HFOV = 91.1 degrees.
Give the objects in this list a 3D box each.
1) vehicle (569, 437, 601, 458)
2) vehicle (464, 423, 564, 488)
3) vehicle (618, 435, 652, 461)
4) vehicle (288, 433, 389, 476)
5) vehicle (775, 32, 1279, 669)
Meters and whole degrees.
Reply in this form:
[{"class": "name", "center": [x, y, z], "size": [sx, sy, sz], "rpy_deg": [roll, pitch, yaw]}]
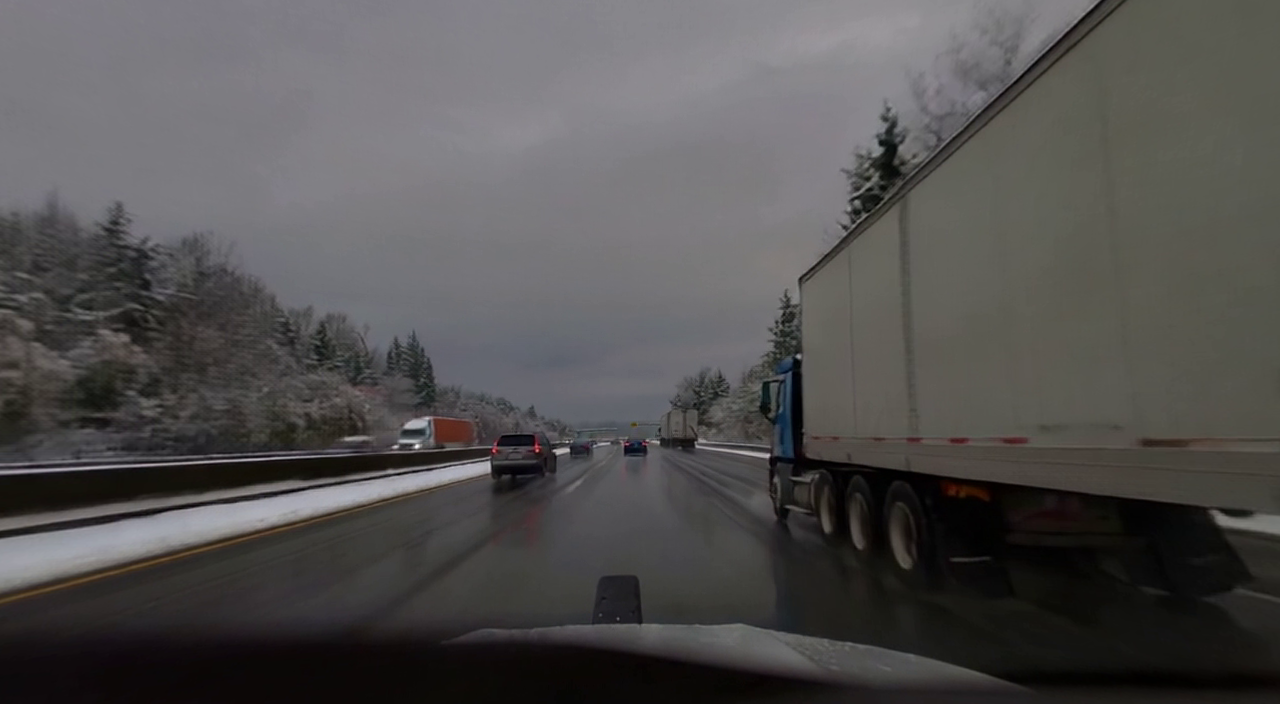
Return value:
[{"class": "vehicle", "center": [-4.045, 7.098, 47.010], "size": [2.021, 1.514, 4.190], "rpy_deg": [0, -8, 0]}, {"class": "vehicle", "center": [-3.544, 3.006, 18.632], "size": [2.054, 1.671, 4.445], "rpy_deg": [0, -8, 0]}, {"class": "vehicle", "center": [-0.369, 6.206, 40.978], "size": [2.088, 1.567, 4.240], "rpy_deg": [0, -8, -2]}, {"class": "vehicle", "center": [-12.046, 4.083, 25.475], "size": [1.916, 1.568, 4.418], "rpy_deg": [0, -8, 0]}, {"class": "vehicle", "center": [3.692, 0.274, 6.656], "size": [3.009, 3.673, 6.099], "rpy_deg": [1, -7, -1]}]
